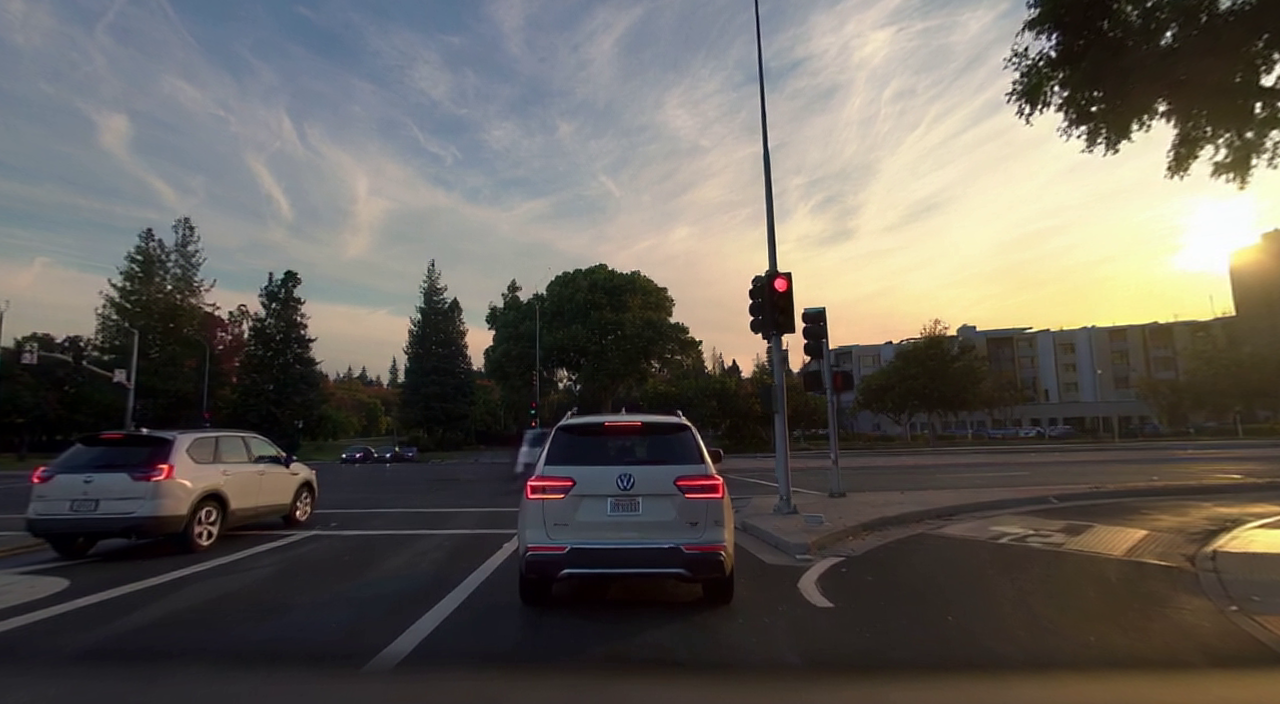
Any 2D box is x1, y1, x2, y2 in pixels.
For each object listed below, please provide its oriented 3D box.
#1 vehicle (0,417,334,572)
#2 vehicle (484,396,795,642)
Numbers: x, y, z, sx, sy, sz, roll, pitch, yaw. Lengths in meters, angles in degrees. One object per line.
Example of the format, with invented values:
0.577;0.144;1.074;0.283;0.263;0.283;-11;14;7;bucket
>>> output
-6.392;1.899;9.151;2.020;1.695;4.187;1;-9;-5;vehicle
-0.152;1.458;6.514;2.154;1.670;4.140;1;-9;-5;vehicle
